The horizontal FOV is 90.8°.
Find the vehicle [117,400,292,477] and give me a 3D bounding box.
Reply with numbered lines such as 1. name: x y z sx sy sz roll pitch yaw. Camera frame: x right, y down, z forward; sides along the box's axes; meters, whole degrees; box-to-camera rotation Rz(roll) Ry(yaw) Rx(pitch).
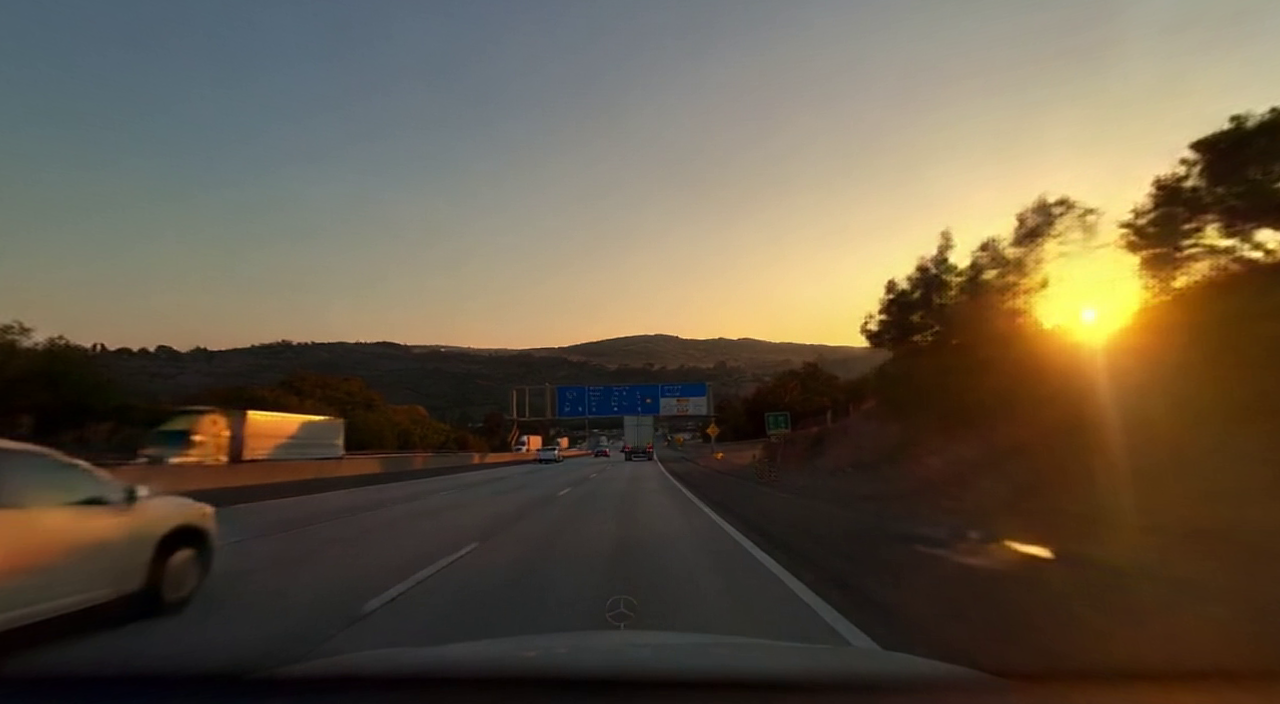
1. vehicle: -25.381 5.274 37.817 2.961 3.925 10.312 0 -9 1

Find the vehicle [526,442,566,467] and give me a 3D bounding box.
1. vehicle: -6.543 7.208 44.360 2.067 1.676 4.789 0 -9 1

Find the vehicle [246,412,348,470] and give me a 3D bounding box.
1. vehicle: -25.365 6.716 47.262 2.879 3.905 8.219 0 -9 0

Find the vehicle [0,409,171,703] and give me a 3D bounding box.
1. vehicle: -4.066 0.891 2.068 2.024 1.515 3.907 0 -9 0
